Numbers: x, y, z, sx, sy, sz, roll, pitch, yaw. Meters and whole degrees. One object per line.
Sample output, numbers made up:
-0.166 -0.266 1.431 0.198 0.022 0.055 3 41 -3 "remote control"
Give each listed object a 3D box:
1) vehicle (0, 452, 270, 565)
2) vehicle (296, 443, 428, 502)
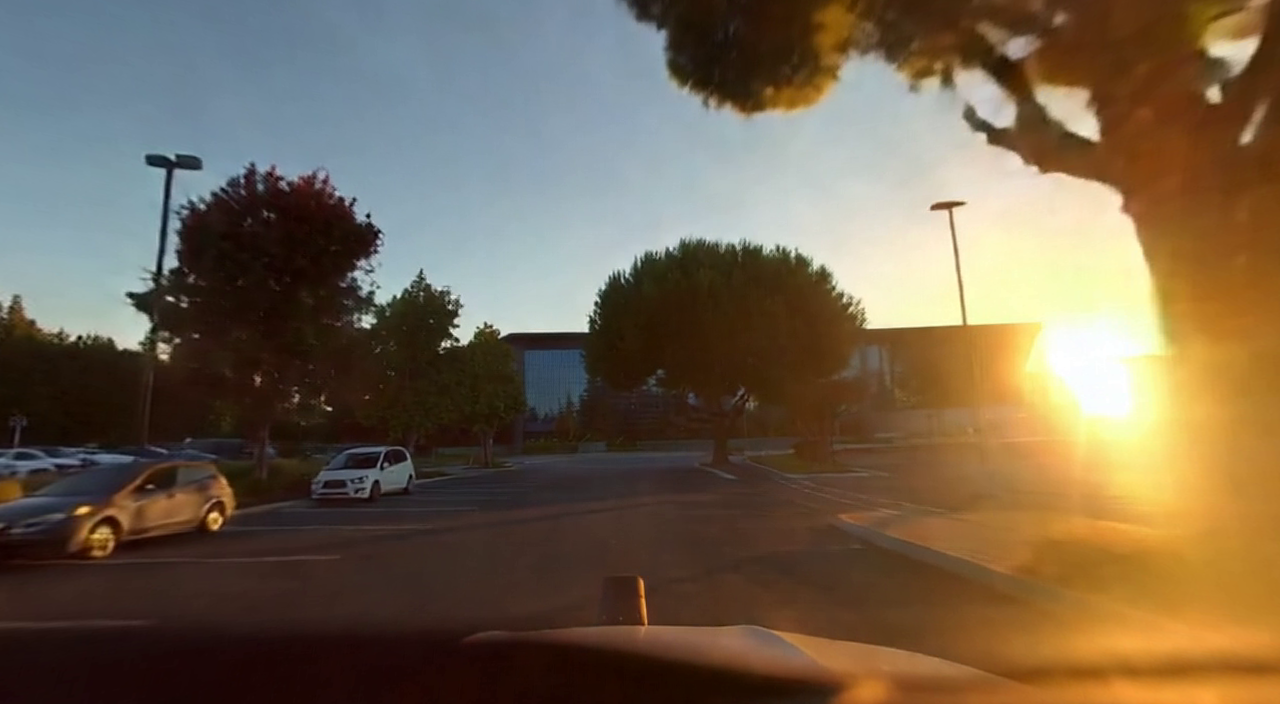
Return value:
-9.060 2.627 11.425 2.038 1.525 4.383 0 -8 1 "vehicle"
-9.325 4.049 21.791 2.360 1.741 4.912 0 -8 0 "vehicle"
